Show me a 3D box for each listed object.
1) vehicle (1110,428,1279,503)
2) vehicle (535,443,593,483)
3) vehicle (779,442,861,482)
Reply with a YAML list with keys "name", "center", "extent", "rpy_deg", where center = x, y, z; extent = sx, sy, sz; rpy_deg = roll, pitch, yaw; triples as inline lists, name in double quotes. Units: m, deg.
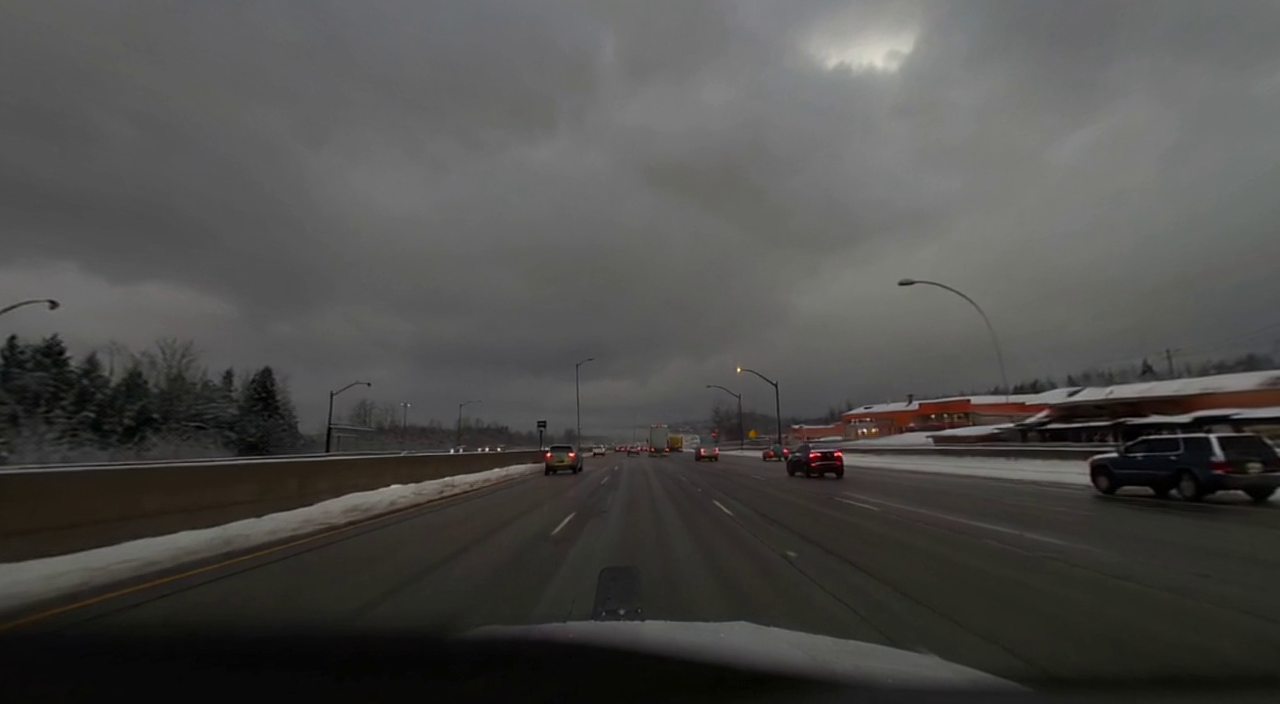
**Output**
- name: "vehicle"
  center: [15.934, 3.083, 17.462]
  extent: [2.201, 1.785, 4.399]
  rpy_deg: [1, -9, -3]
- name: "vehicle"
  center: [-3.058, 4.541, 26.137]
  extent: [1.929, 1.521, 4.097]
  rpy_deg: [0, -8, 0]
- name: "vehicle"
  center: [7.321, 4.491, 26.076]
  extent: [1.980, 1.501, 4.433]
  rpy_deg: [0, -8, -2]
